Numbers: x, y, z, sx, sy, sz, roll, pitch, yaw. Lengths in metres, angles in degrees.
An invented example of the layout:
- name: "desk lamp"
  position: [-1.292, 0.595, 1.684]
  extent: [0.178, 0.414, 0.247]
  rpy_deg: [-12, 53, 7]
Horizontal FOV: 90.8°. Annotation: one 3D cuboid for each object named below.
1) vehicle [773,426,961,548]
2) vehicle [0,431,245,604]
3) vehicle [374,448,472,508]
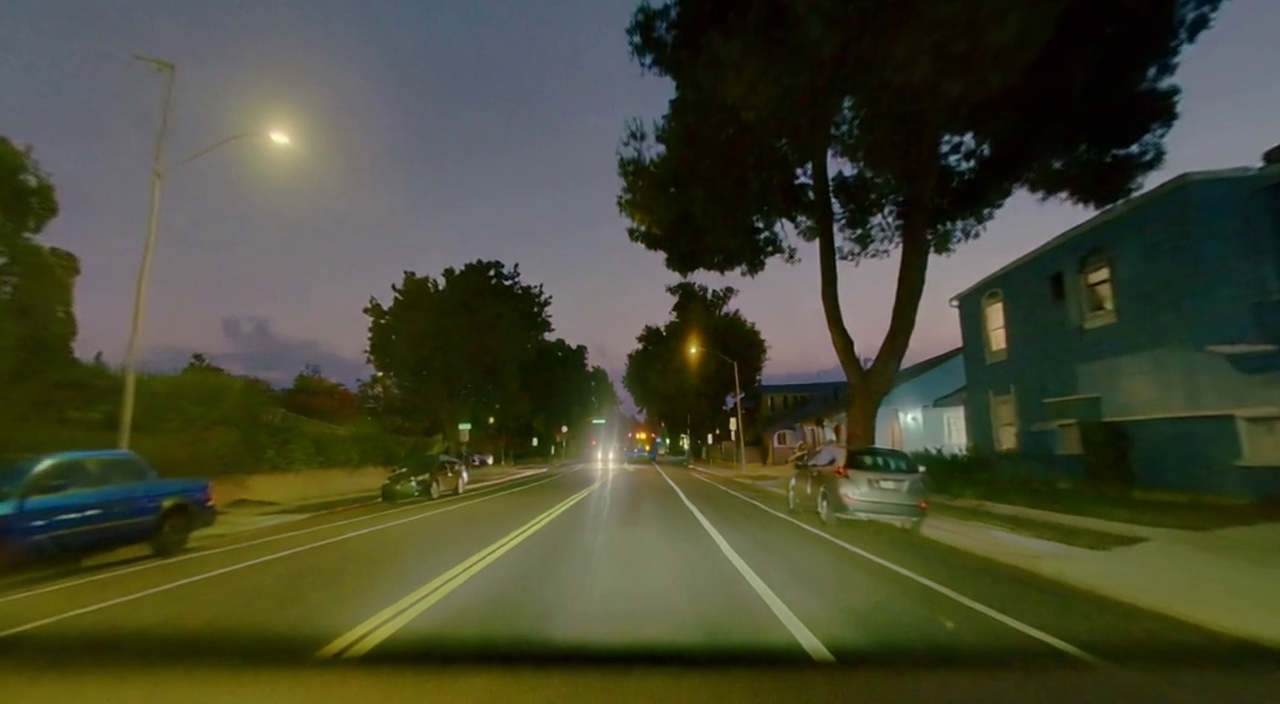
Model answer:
- name: "vehicle"
  position: [4.310, 2.618, 12.949]
  extent: [2.060, 1.833, 4.927]
  rpy_deg: [5, -9, 1]
- name: "vehicle"
  position: [-7.964, 2.098, 8.338]
  extent: [2.094, 1.840, 5.450]
  rpy_deg: [-5, -9, -1]
- name: "vehicle"
  position: [-7.741, 4.483, 22.997]
  extent: [1.898, 1.755, 4.603]
  rpy_deg: [-5, -9, -1]
